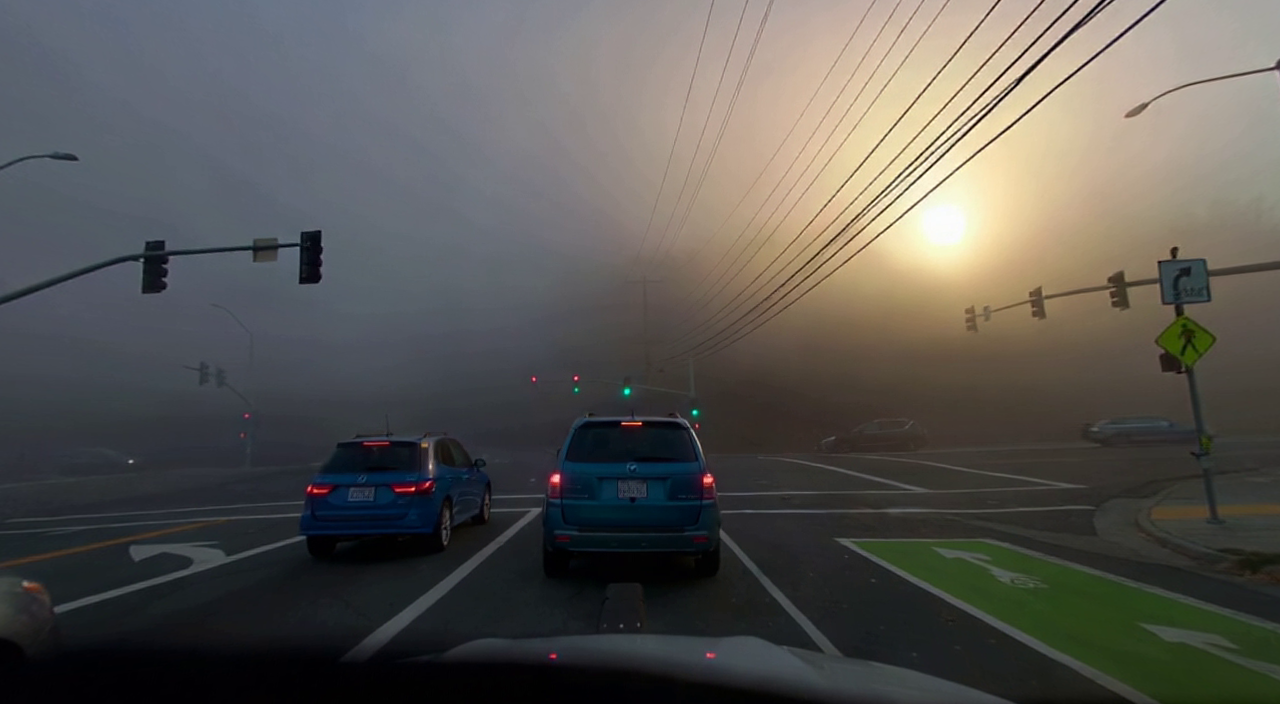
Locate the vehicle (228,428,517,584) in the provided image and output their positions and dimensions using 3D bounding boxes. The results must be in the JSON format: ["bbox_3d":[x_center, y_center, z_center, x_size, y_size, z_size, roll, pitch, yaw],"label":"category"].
[{"bbox_3d":[-2.949,1.757,7.993,1.969,1.486,3.702,0,-8,1],"label":"vehicle"}]

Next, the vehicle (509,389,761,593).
[{"bbox_3d":[-0.076,1.511,7.616,2.182,1.773,4.041,0,-8,-1],"label":"vehicle"}]

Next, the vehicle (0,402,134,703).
[{"bbox_3d":[-3.363,0.654,0.427,1.928,1.488,4.936,0,-8,0],"label":"vehicle"}]

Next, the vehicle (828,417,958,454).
[{"bbox_3d":[13.801,4.607,34.834,6.143,1.944,2.229,-1,-8,5],"label":"vehicle"}]

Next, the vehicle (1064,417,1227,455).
[{"bbox_3d":[20.565,3.471,25.964,4.715,1.438,2.023,-2,-9,16],"label":"vehicle"}]
